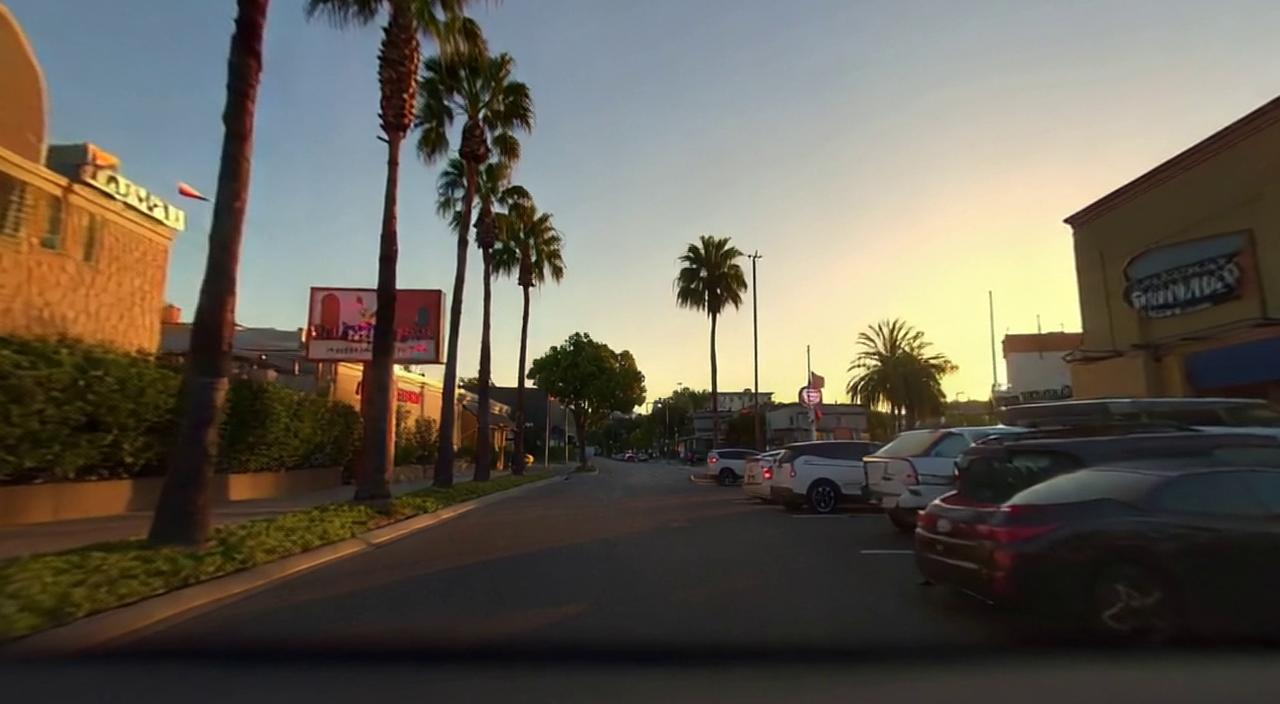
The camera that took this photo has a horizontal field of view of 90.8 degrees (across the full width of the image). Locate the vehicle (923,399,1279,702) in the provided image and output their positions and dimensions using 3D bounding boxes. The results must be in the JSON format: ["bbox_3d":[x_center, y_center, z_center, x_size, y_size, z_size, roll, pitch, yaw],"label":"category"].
[{"bbox_3d":[5.044,1.302,4.805,4.787,1.747,1.956,0,-9,-1],"label":"vehicle"}]
